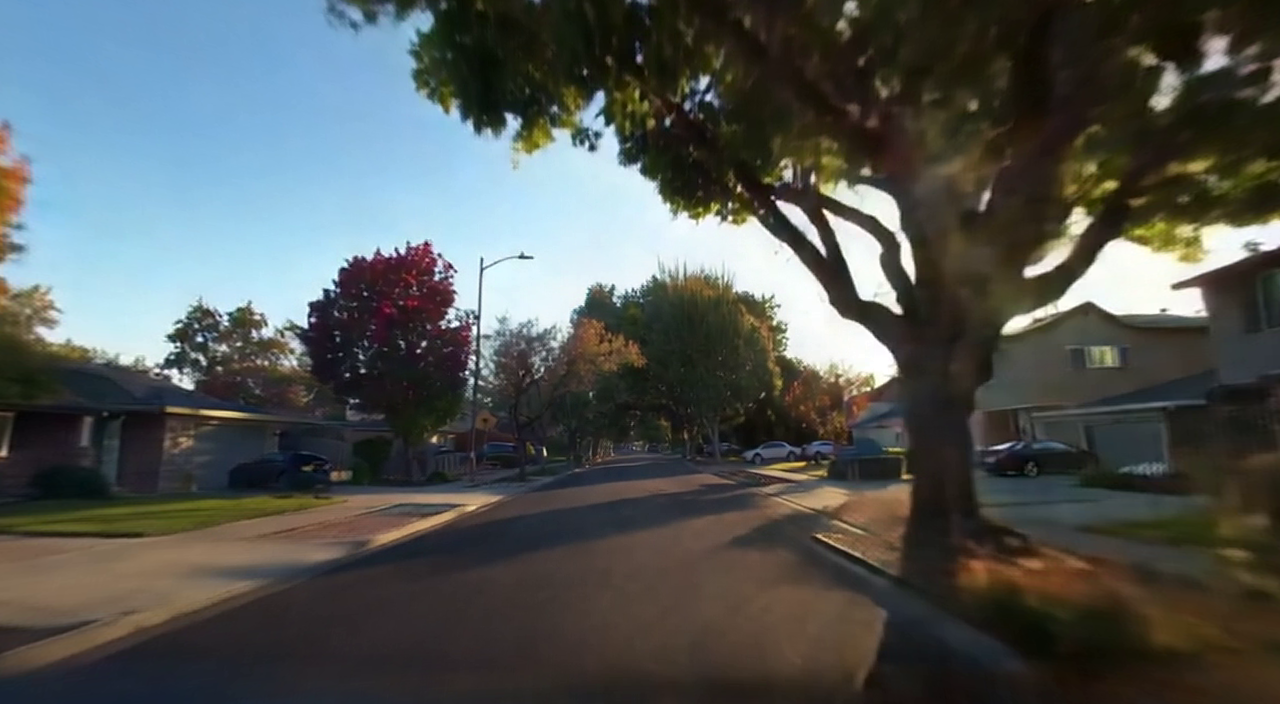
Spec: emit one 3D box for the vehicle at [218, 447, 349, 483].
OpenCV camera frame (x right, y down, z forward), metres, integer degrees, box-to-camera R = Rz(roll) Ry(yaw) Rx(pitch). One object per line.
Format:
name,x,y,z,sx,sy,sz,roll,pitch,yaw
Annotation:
vehicle,-14.287,4.541,25.495,4.138,1.355,1.808,0,-9,0

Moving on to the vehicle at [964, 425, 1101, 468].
vehicle,16.444,3.982,26.633,4.495,1.724,1.943,0,-9,-4
